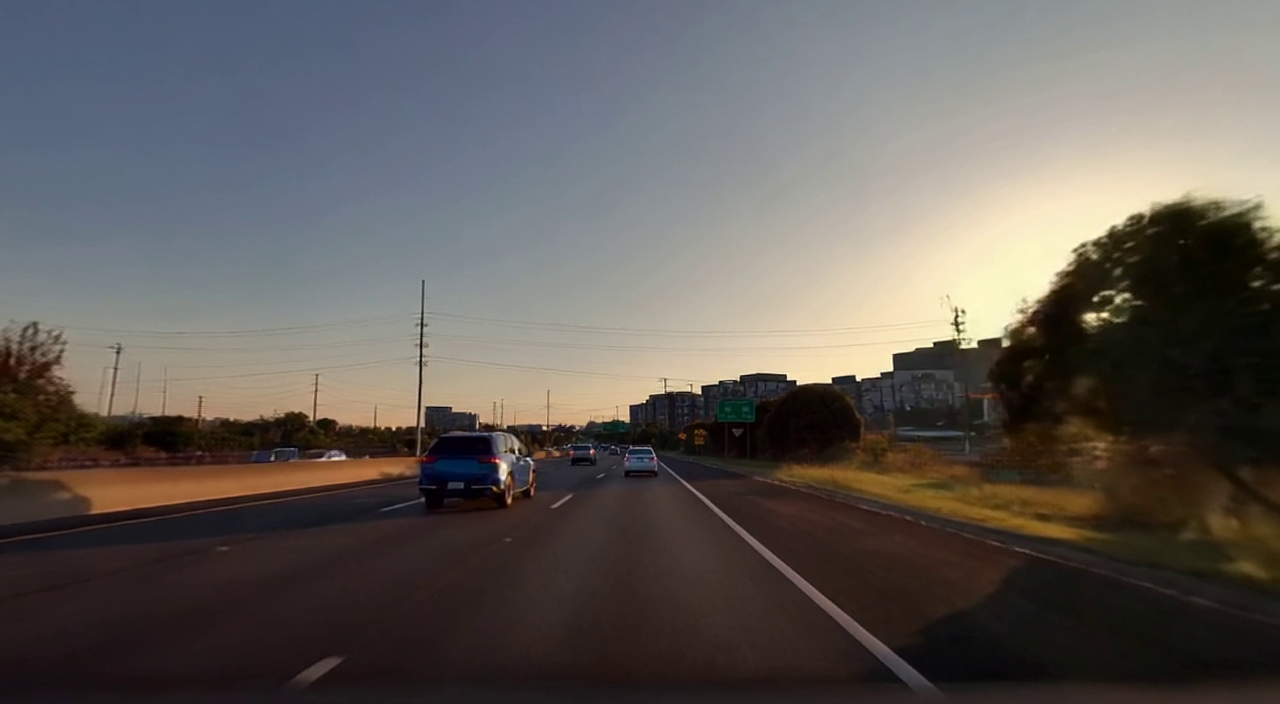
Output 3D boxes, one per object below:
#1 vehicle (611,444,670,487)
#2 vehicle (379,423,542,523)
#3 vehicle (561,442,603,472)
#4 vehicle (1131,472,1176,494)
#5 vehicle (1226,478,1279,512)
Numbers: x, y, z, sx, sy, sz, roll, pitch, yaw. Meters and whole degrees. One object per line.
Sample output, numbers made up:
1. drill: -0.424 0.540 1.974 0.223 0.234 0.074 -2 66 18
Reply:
1. vehicle: 0.003 4.223 23.841 2.047 1.473 3.978 0 -9 0
2. vehicle: -3.635 2.552 13.807 2.133 1.789 4.518 -1 -9 1
3. vehicle: -3.502 6.480 38.968 1.993 1.717 4.321 -1 -9 2
4. vehicle: 39.783 10.099 48.827 4.203 1.418 1.942 8 -12 -42
5. vehicle: 34.093 7.795 34.583 1.844 1.467 4.653 -5 -10 31
